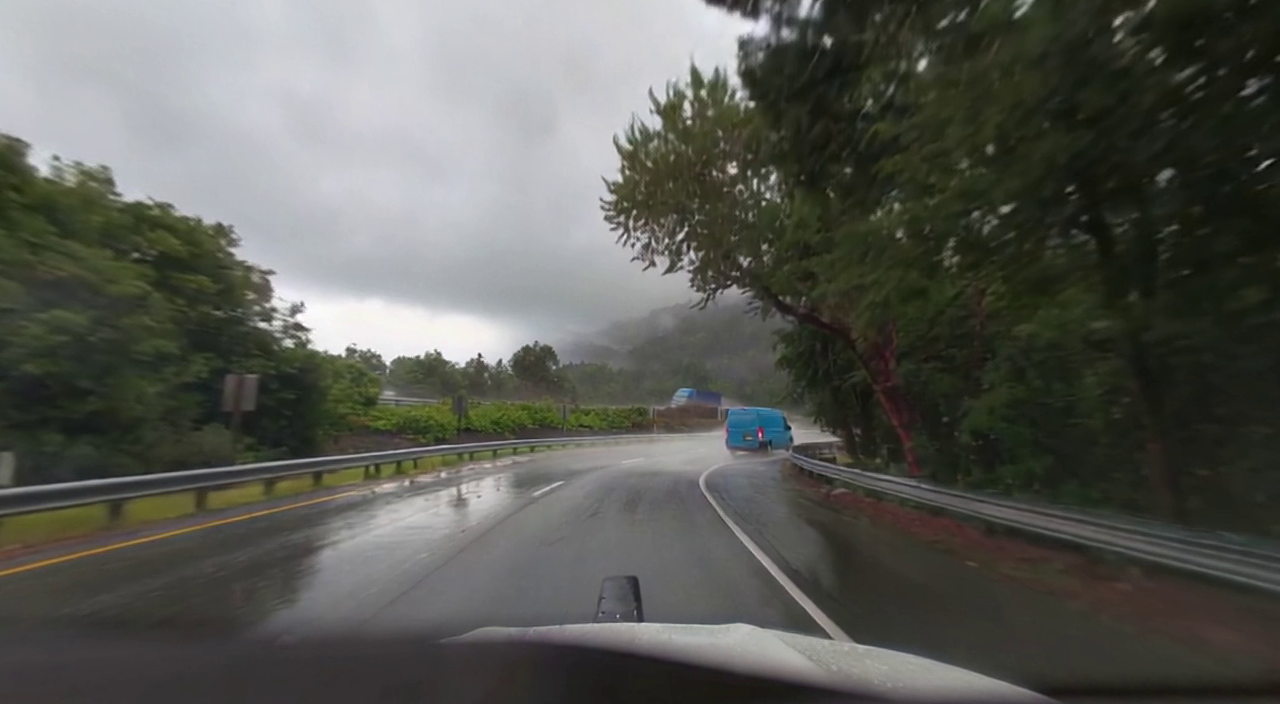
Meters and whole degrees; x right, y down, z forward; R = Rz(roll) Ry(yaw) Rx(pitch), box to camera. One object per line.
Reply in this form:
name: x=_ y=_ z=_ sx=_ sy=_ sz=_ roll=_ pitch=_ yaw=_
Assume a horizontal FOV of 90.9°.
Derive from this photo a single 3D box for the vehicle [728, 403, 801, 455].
vehicle: x=6.898 y=4.222 z=34.474 sx=2.352 sy=2.577 sz=5.330 roll=-4 pitch=-9 yaw=29
